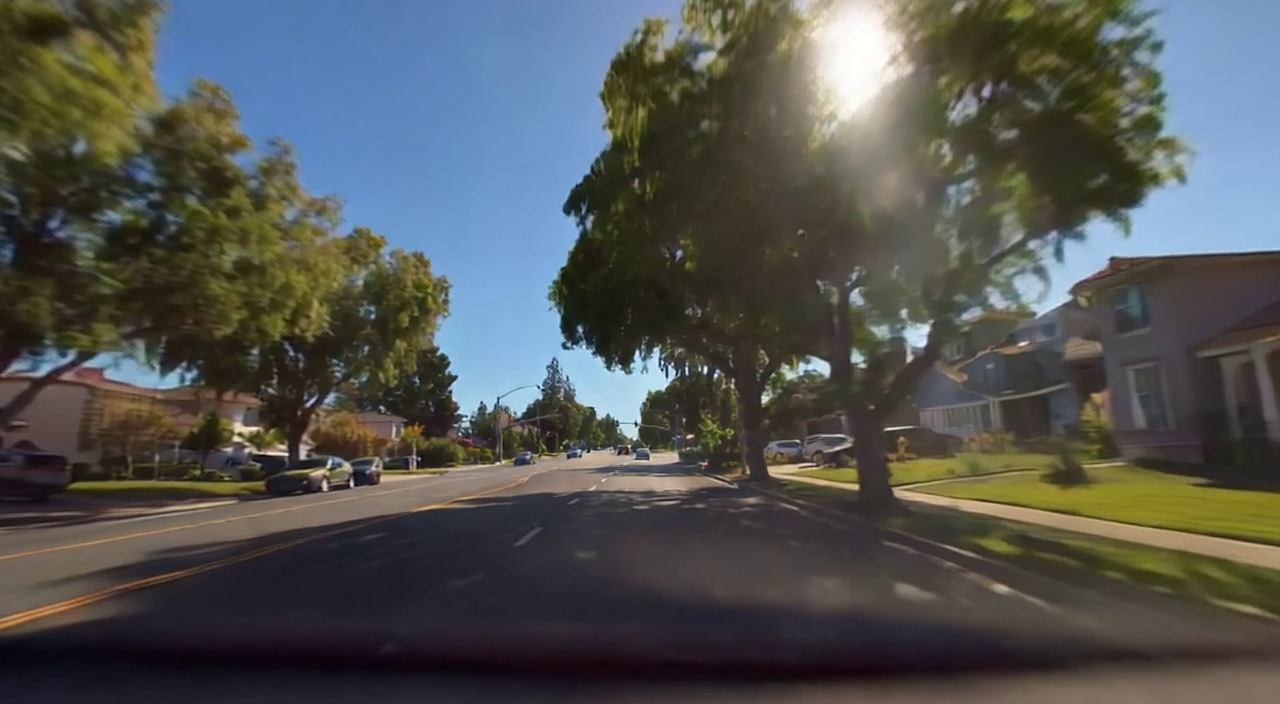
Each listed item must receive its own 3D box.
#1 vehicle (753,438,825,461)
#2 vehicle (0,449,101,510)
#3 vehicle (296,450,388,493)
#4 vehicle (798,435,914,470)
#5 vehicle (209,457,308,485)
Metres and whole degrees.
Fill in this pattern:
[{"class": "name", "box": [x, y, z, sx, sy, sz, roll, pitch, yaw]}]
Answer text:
[{"class": "vehicle", "box": [10.679, 7.014, 45.429, 4.675, 1.520, 1.925, 0, -9, 0]}, {"class": "vehicle", "box": [-21.159, 4.181, 20.929, 4.756, 1.869, 2.042, -1, -9, 3]}, {"class": "vehicle", "box": [-14.410, 5.755, 30.957, 2.008, 1.908, 5.305, 0, -9, -1]}, {"class": "vehicle", "box": [9.991, 4.670, 29.494, 4.660, 1.513, 2.067, 0, -9, -1]}, {"class": "vehicle", "box": [-21.135, 6.604, 35.086, 4.284, 1.431, 1.811, 0, -9, 0]}]
